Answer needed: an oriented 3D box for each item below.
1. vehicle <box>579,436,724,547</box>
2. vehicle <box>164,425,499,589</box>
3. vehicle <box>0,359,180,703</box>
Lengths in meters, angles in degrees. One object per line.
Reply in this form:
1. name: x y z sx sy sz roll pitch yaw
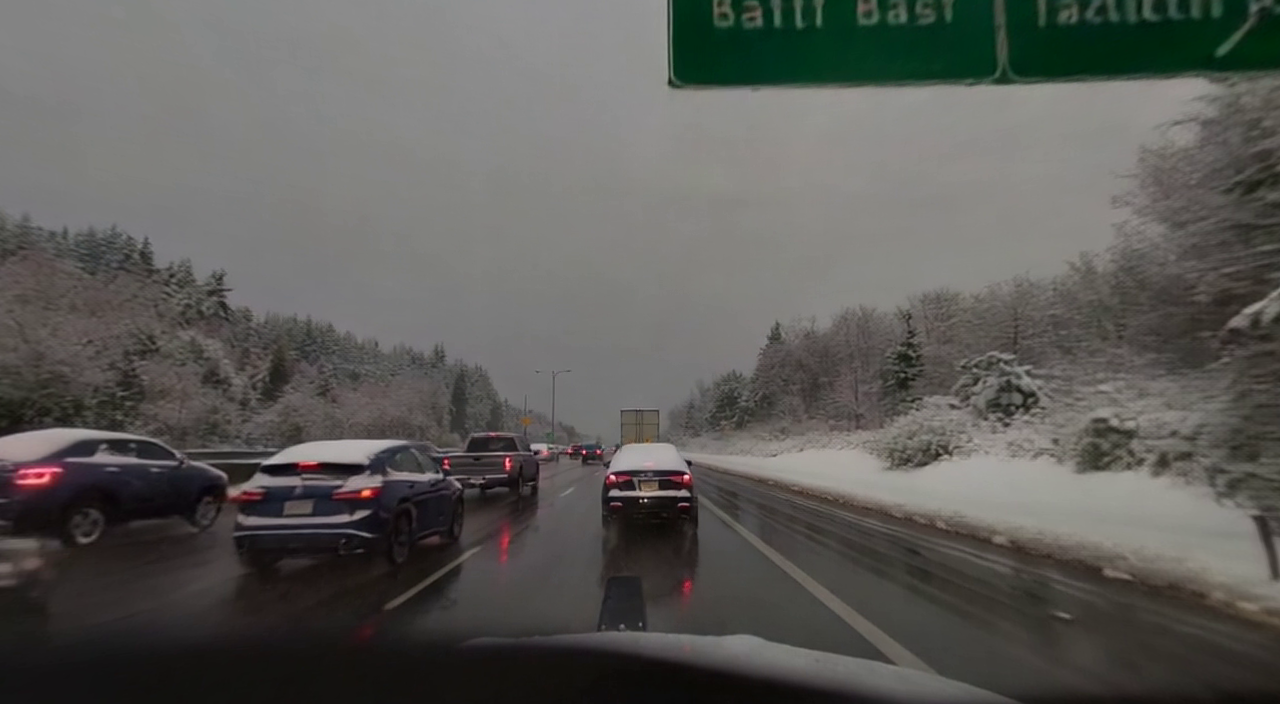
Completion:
1. vehicle: 0.161 2.178 10.396 1.995 1.495 3.380 0 -9 0
2. vehicle: -3.336 1.761 8.017 1.980 1.491 4.340 0 -9 1
3. vehicle: -3.661 0.663 1.285 2.165 1.638 4.317 0 -9 0
